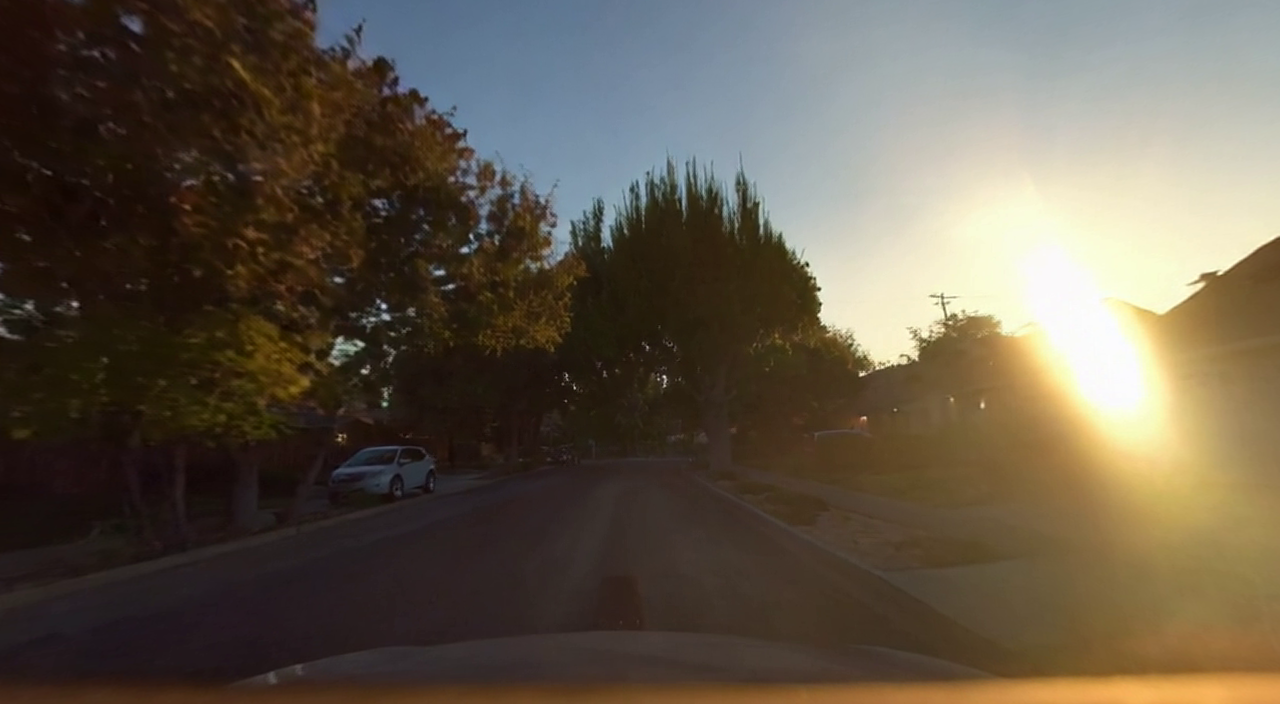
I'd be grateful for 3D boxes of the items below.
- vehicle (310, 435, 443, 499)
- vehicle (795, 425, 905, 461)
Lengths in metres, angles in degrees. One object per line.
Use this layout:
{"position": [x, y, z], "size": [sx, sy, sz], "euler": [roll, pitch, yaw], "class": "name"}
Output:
{"position": [-8.567, 3.820, 21.188], "size": [2.352, 1.843, 4.979], "euler": [-1, -10, 0], "class": "vehicle"}
{"position": [11.853, 5.158, 35.894], "size": [5.367, 1.953, 2.257], "euler": [1, -9, -8], "class": "vehicle"}
